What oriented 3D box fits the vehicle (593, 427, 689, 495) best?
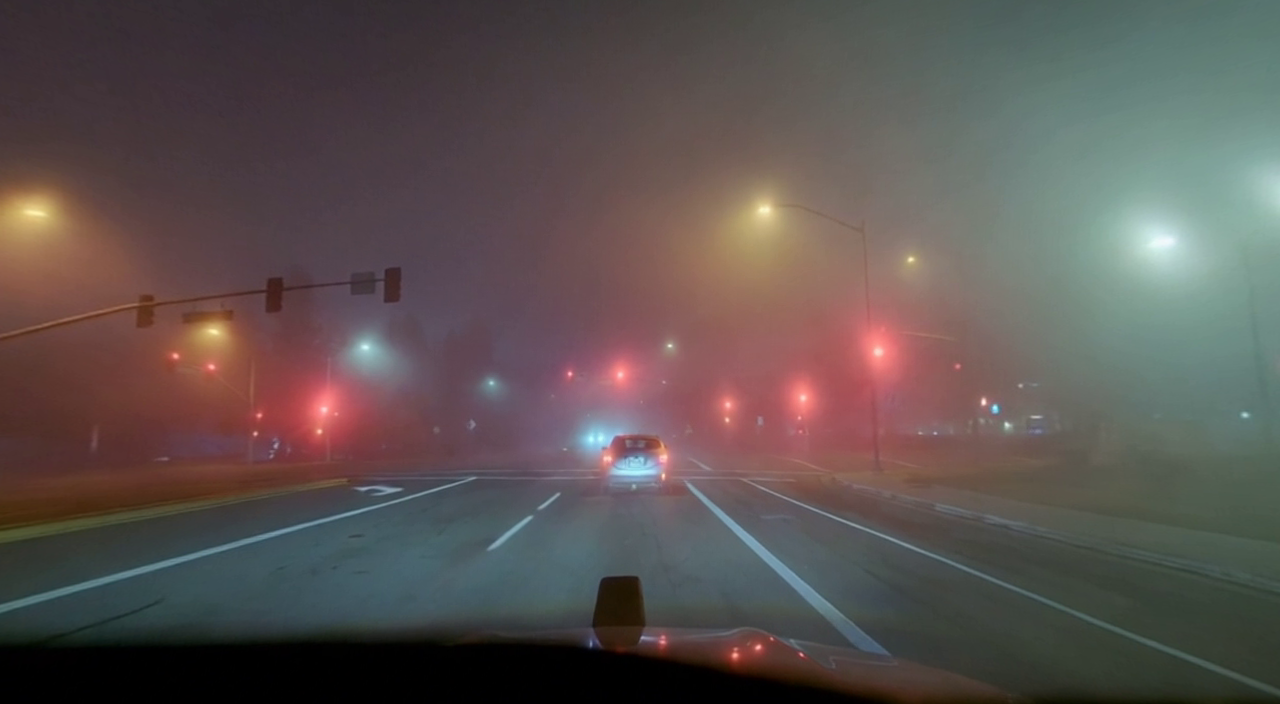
[{"bbox_3d":[-0.017,2.688,15.903,2.107,1.470,3.974,0,-8,-1],"label":"vehicle"}]
